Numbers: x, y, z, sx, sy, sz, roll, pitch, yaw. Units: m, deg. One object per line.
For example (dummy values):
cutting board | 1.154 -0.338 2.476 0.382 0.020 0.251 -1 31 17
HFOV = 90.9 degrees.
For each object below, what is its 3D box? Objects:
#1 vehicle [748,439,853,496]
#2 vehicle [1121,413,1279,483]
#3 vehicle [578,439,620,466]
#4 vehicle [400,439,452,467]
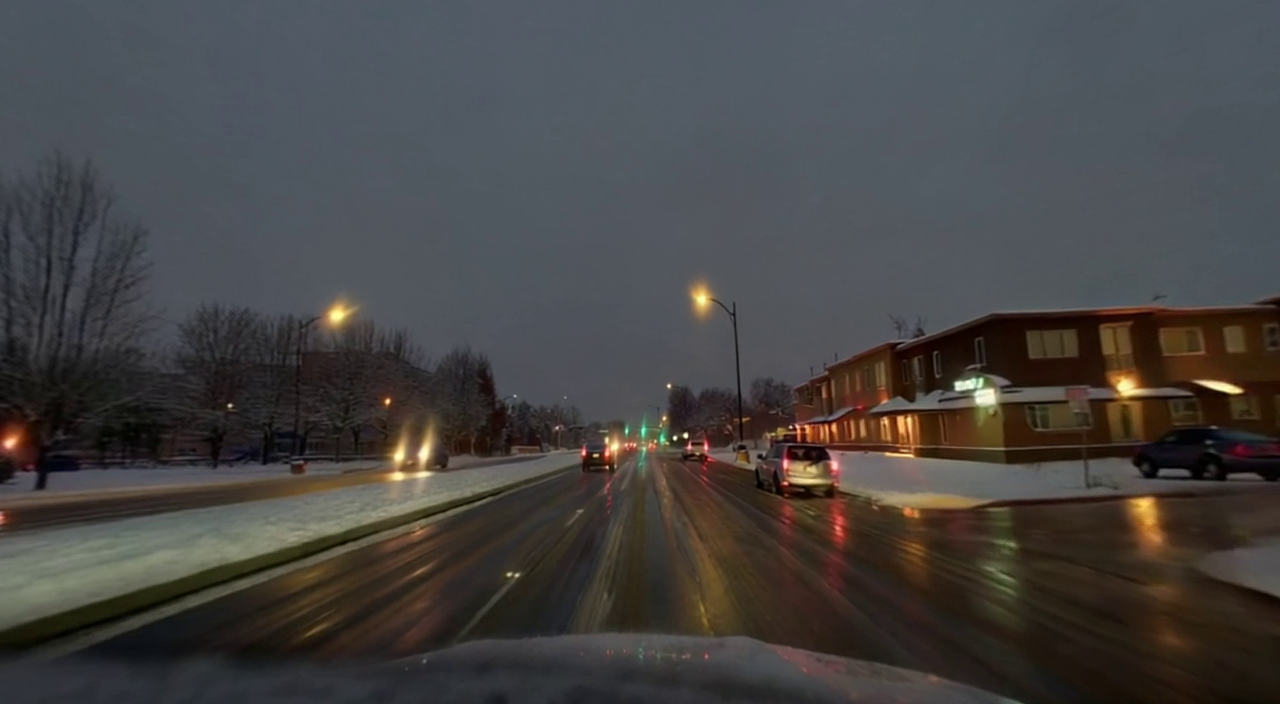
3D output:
vehicle | 4.631 3.379 18.897 2.025 1.500 4.465 0 -8 1
vehicle | 15.828 2.536 16.740 2.259 1.602 4.606 0 -8 -4
vehicle | -2.449 6.146 38.648 2.176 1.543 4.335 0 -8 1
vehicle | -14.367 6.776 42.507 1.973 1.742 4.024 0 -8 1
